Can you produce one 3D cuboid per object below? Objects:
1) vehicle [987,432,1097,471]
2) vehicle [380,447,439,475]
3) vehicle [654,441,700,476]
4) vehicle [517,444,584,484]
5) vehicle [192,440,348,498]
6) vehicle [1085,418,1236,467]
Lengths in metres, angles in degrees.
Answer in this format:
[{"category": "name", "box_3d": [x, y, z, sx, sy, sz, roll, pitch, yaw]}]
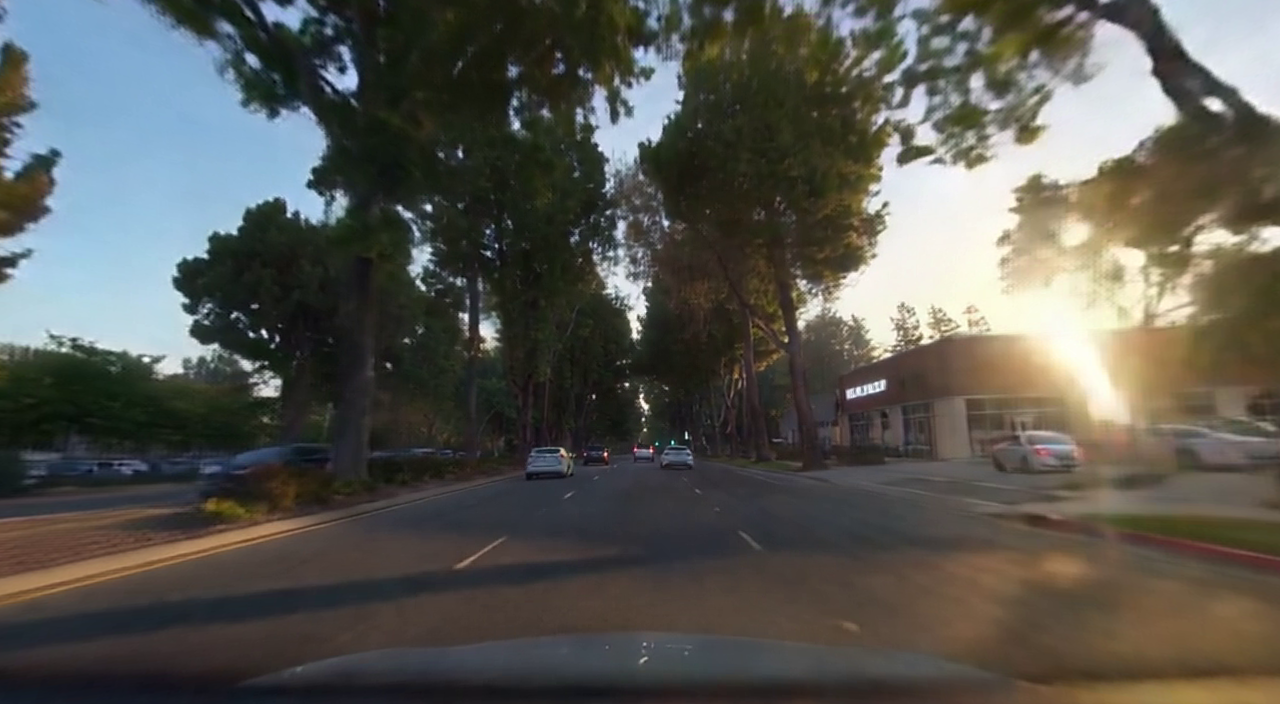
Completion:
[{"category": "vehicle", "box_3d": [15.830, 3.932, 25.083, 1.823, 1.413, 3.884, 0, -8, 1]}, {"category": "vehicle", "box_3d": [-15.542, 7.339, 42.744, 2.060, 1.777, 4.860, 0, -9, 1]}, {"category": "vehicle", "box_3d": [1.747, 5.158, 30.749, 1.922, 1.579, 3.642, 0, -9, -2]}, {"category": "vehicle", "box_3d": [-3.478, 4.450, 25.414, 1.908, 1.481, 4.536, 0, -9, 2]}, {"category": "vehicle", "box_3d": [-12.569, 3.975, 21.970, 2.047, 1.729, 5.470, 0, -9, 1]}, {"category": "vehicle", "box_3d": [20.861, 3.684, 25.614, 1.982, 1.794, 4.853, 0, -9, 1]}]
